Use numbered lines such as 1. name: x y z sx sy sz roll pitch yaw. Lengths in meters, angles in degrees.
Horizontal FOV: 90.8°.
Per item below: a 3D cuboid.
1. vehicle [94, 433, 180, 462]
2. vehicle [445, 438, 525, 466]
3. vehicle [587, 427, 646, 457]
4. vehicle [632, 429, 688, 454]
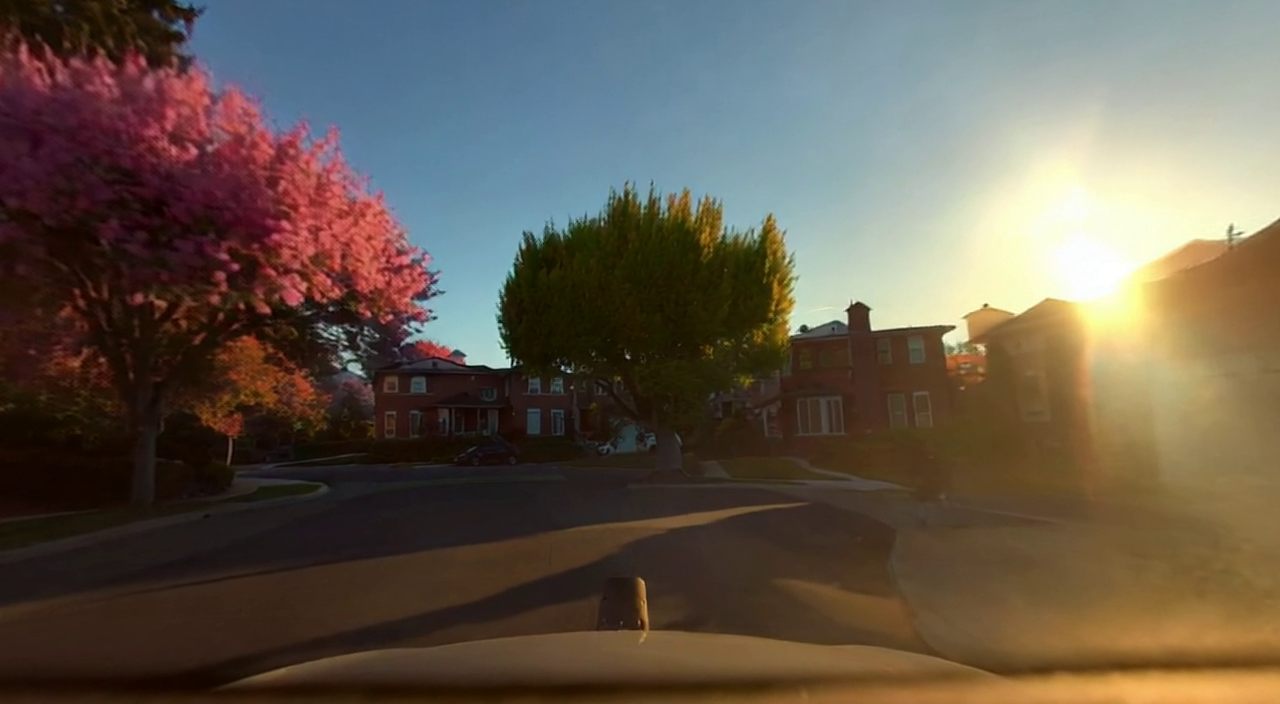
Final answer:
1. vehicle: -32.479 6.158 40.823 4.237 1.728 2.203 -2 -9 18
2. vehicle: -10.497 6.808 43.091 4.815 1.827 2.147 0 -9 1
3. vehicle: -1.705 6.734 47.522 2.310 1.701 4.280 -3 -2 33
4. vehicle: 1.554 6.738 47.645 2.152 1.773 4.495 -6 -10 33
